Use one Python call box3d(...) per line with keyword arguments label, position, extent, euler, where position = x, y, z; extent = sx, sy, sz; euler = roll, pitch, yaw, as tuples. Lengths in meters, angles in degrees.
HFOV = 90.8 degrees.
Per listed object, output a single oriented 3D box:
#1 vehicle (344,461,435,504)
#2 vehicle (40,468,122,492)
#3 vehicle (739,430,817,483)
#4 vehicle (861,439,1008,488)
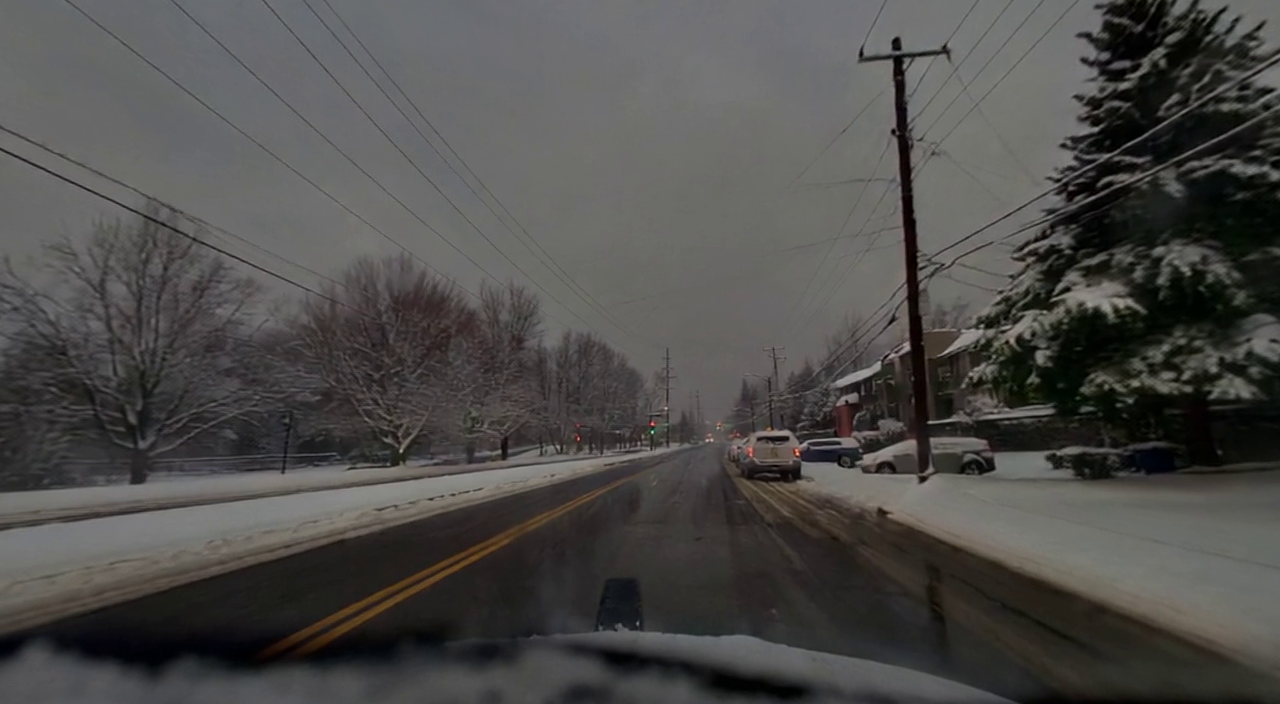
box3d(label="vehicle", position=(-9.673, 5.034, 24.761), extent=(1.688, 1.424, 3.786), euler=(-1, -8, 6))
box3d(label="vehicle", position=(-43.730, 9.992, 49.579), extent=(1.946, 1.637, 4.683), euler=(0, -8, 3))
box3d(label="vehicle", position=(5.294, 4.071, 24.902), extent=(2.359, 1.817, 4.985), euler=(0, -8, 5))
box3d(label="vehicle", position=(11.245, 4.242, 24.479), extent=(2.038, 1.680, 4.660), euler=(6, -10, -36))
